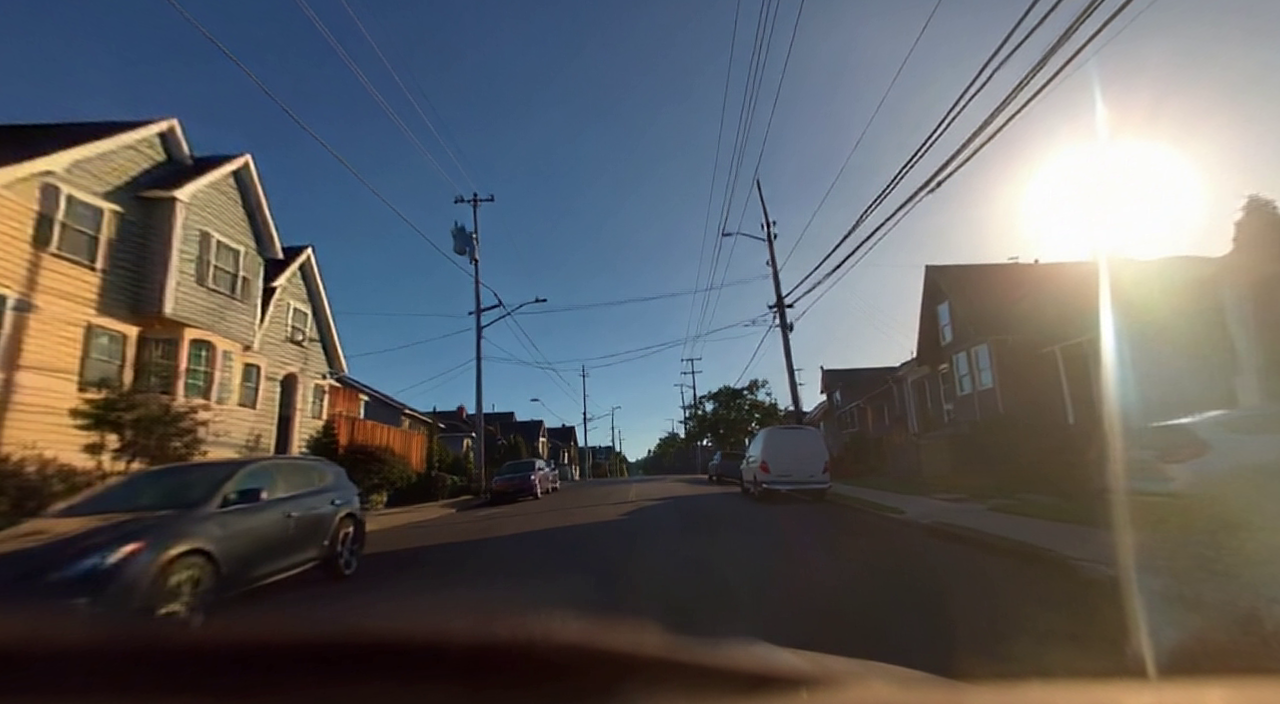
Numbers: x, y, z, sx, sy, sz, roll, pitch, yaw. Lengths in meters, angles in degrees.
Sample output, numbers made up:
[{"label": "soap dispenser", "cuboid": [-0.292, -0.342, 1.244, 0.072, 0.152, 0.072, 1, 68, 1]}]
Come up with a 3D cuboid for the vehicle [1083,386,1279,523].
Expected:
[{"label": "vehicle", "cuboid": [9.495, 1.268, 9.105, 4.532, 1.533, 1.997, -8, -9, 1]}]

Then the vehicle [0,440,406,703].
[{"label": "vehicle", "cuboid": [-4.037, 1.653, 5.896, 1.960, 1.507, 4.542, -2, -7, 1]}]

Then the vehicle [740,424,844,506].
[{"label": "vehicle", "cuboid": [4.500, 3.420, 19.508, 2.343, 2.229, 4.199, -1, -9, 3]}]

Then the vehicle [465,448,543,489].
[{"label": "vehicle", "cuboid": [-7.498, 6.416, 34.968, 3.684, 1.628, 1.792, 7, -5, 3]}]
